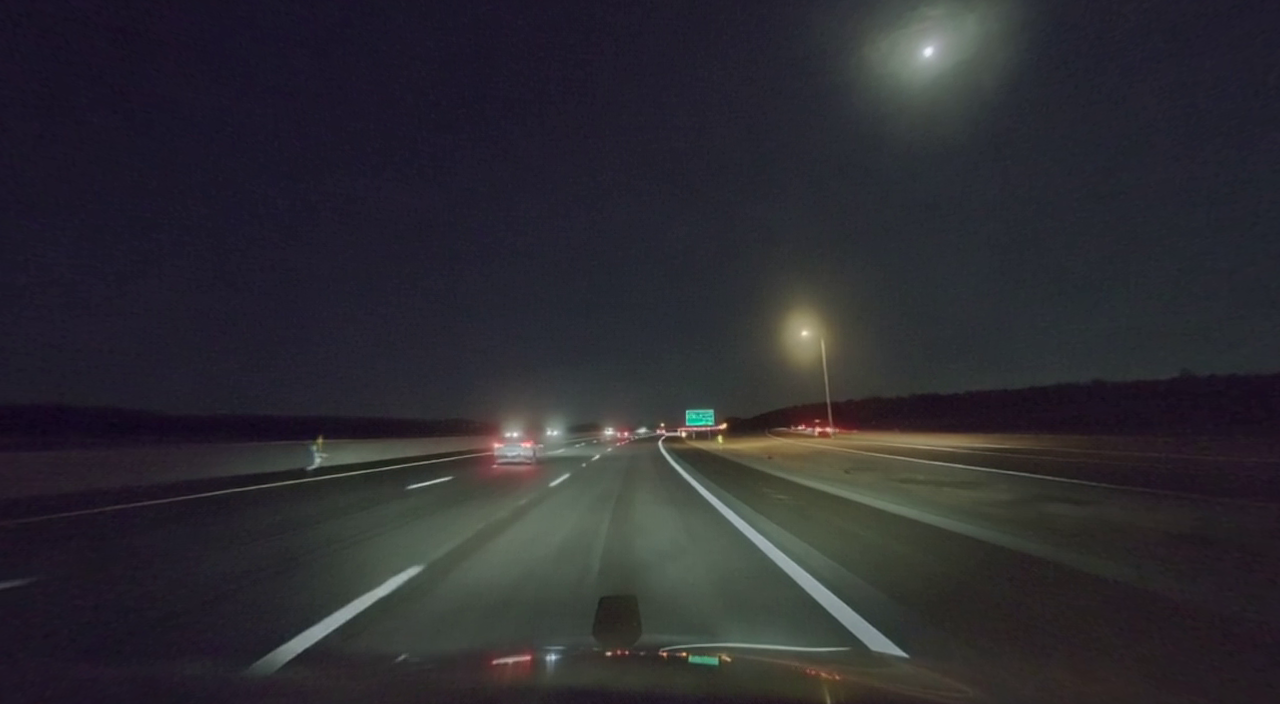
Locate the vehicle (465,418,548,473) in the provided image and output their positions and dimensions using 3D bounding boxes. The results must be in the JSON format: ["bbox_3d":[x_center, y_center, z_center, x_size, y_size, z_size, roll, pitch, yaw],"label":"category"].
[{"bbox_3d":[-4.547,3.262,22.131,1.980,1.721,4.419,0,-8,0],"label":"vehicle"}]
